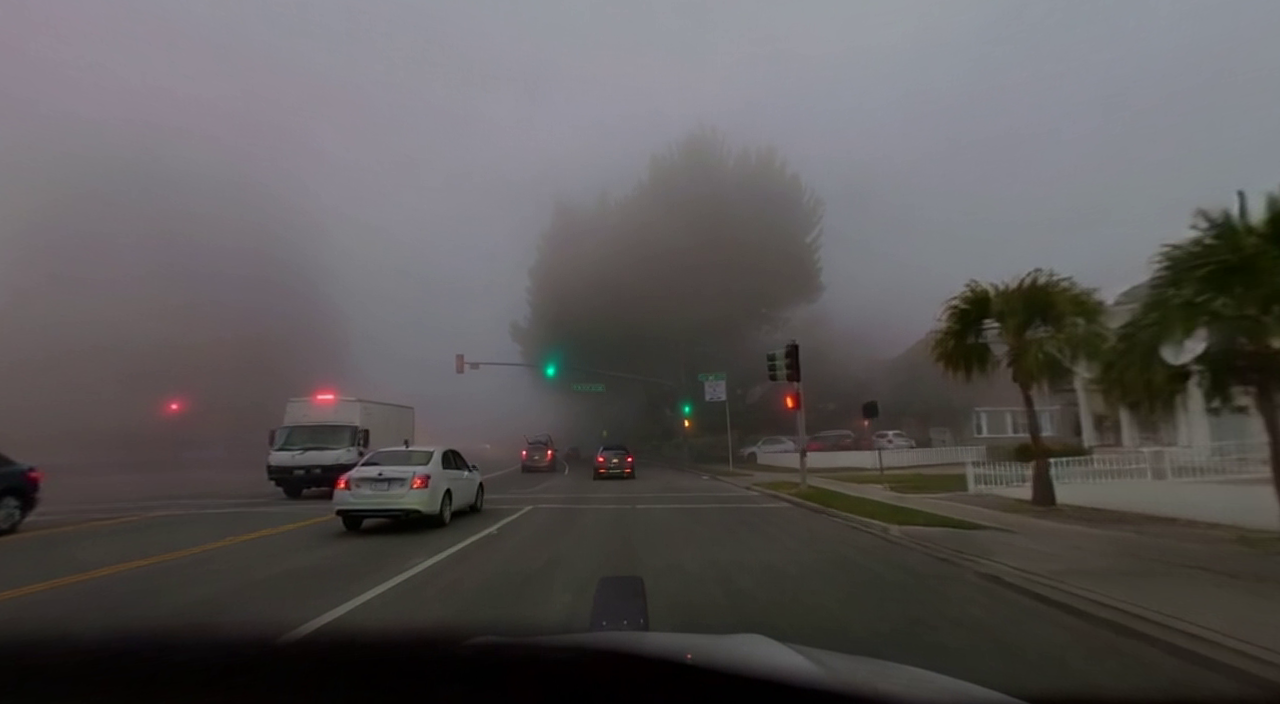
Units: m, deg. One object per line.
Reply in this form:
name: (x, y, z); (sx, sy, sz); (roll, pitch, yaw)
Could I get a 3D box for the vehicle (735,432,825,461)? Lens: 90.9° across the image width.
vehicle: (8.410, 5.669, 37.886); (4.742, 1.690, 2.218); (2, -9, -18)

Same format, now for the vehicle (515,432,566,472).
vehicle: (-5.087, 5.170, 32.784); (2.032, 1.852, 4.571); (-1, -8, -2)

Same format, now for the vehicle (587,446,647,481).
vehicle: (-0.934, 4.265, 24.380); (2.131, 1.222, 3.868); (0, -9, -3)

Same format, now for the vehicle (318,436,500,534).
vehicle: (-3.965, 2.336, 11.705); (1.709, 1.425, 4.337); (-1, -9, 1)

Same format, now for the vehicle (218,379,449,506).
vehicle: (-7.628, 2.434, 16.985); (2.821, 2.701, 6.721); (-1, -9, 0)

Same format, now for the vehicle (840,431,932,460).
vehicle: (14.316, 5.437, 36.752); (4.615, 1.555, 2.021); (2, -9, -15)
